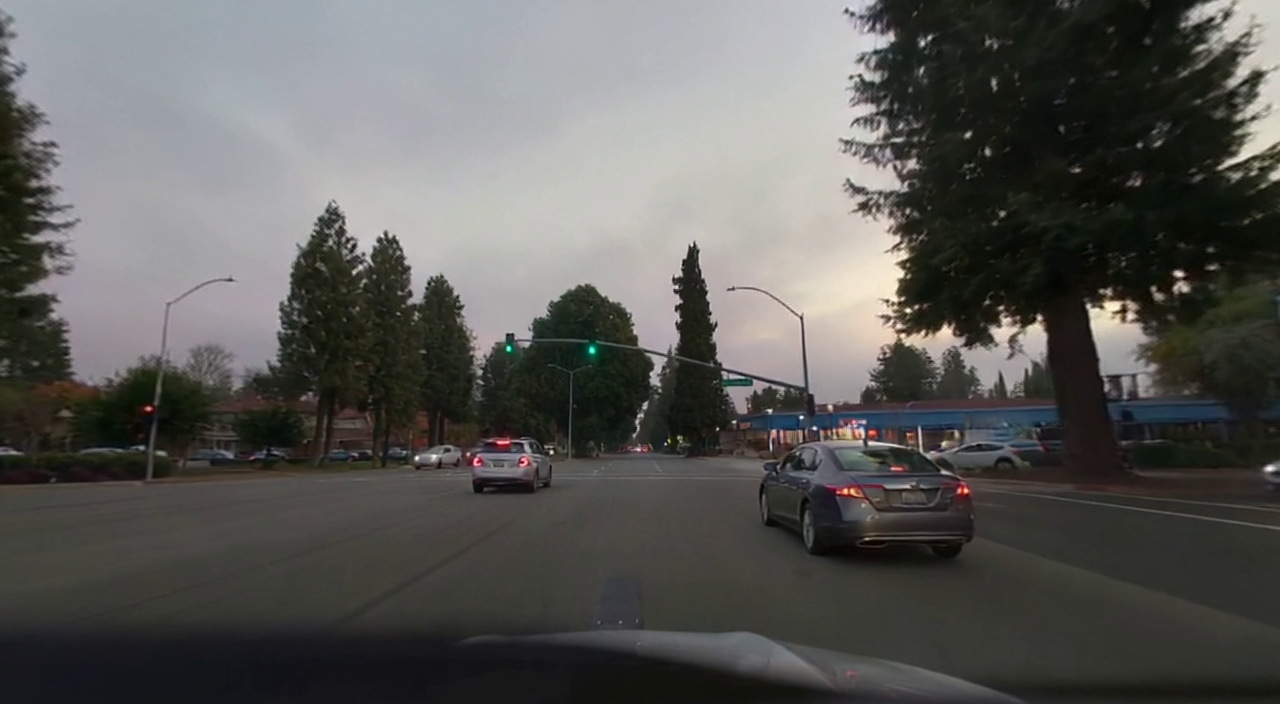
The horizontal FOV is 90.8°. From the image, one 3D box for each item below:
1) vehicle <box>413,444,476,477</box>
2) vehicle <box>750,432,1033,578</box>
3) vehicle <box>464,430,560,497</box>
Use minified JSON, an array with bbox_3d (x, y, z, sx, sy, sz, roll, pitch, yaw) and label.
[{"bbox_3d":[-10.279,5.716,33.621,1.942,1.576,4.567,-1,-9,0],"label":"vehicle"},{"bbox_3d":[3.078,1.973,9.096,1.975,1.502,4.787,0,-9,-2],"label":"vehicle"},{"bbox_3d":[-3.778,3.397,19.556,1.997,1.806,4.500,0,-9,0],"label":"vehicle"}]
